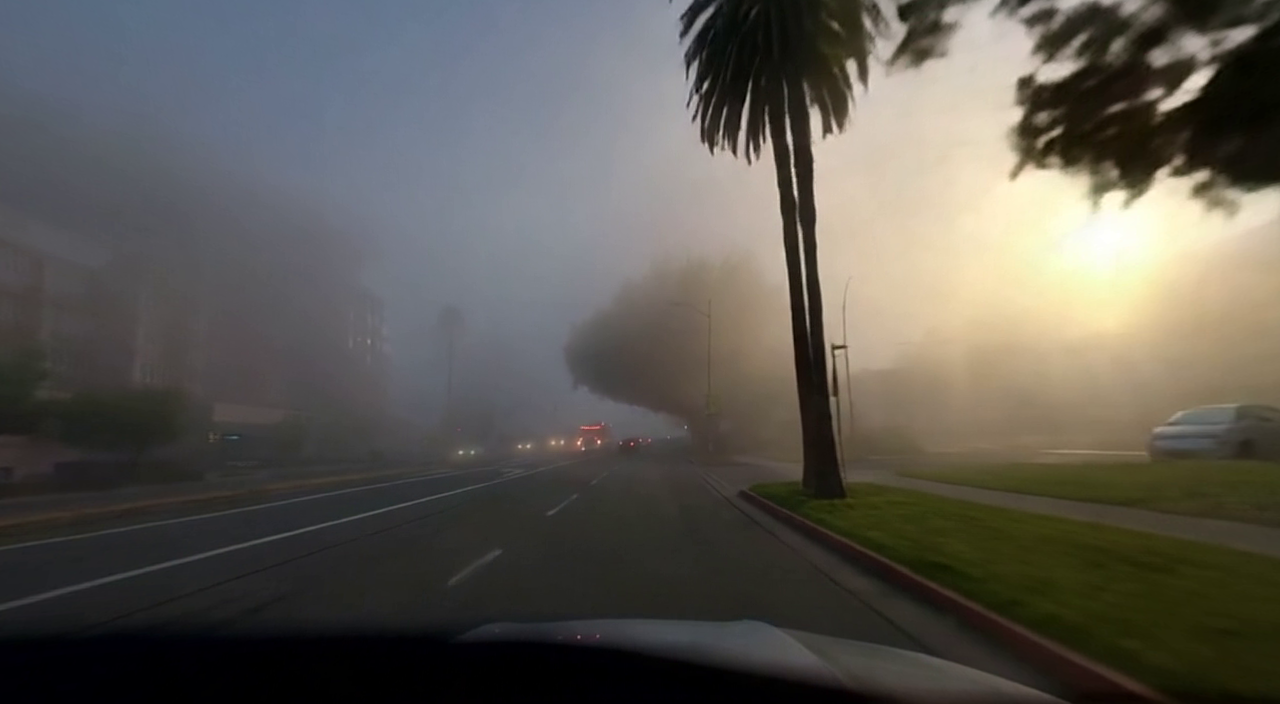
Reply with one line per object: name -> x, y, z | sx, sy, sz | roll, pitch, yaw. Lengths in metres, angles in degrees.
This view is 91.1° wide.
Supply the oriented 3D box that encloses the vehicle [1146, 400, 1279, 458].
vehicle -> 16.218, 2.068, 16.820 | 3.945, 1.463, 1.684 | 1, -8, -6
